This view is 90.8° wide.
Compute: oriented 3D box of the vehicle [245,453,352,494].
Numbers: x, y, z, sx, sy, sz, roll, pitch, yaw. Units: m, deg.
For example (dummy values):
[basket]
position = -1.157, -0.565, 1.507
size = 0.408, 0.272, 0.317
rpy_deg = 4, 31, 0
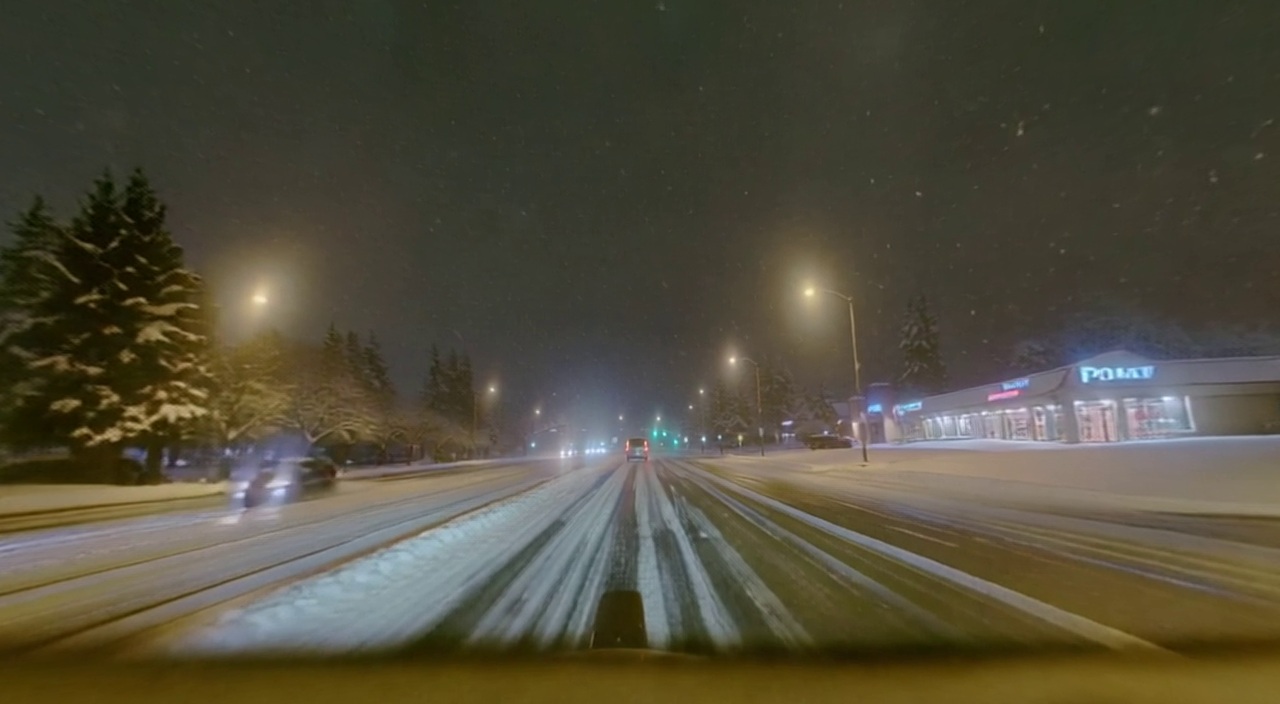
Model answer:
[vehicle]
position = -14.370, 5.117, 26.978
size = 1.896, 1.485, 4.655
rpy_deg = 0, -8, 1
